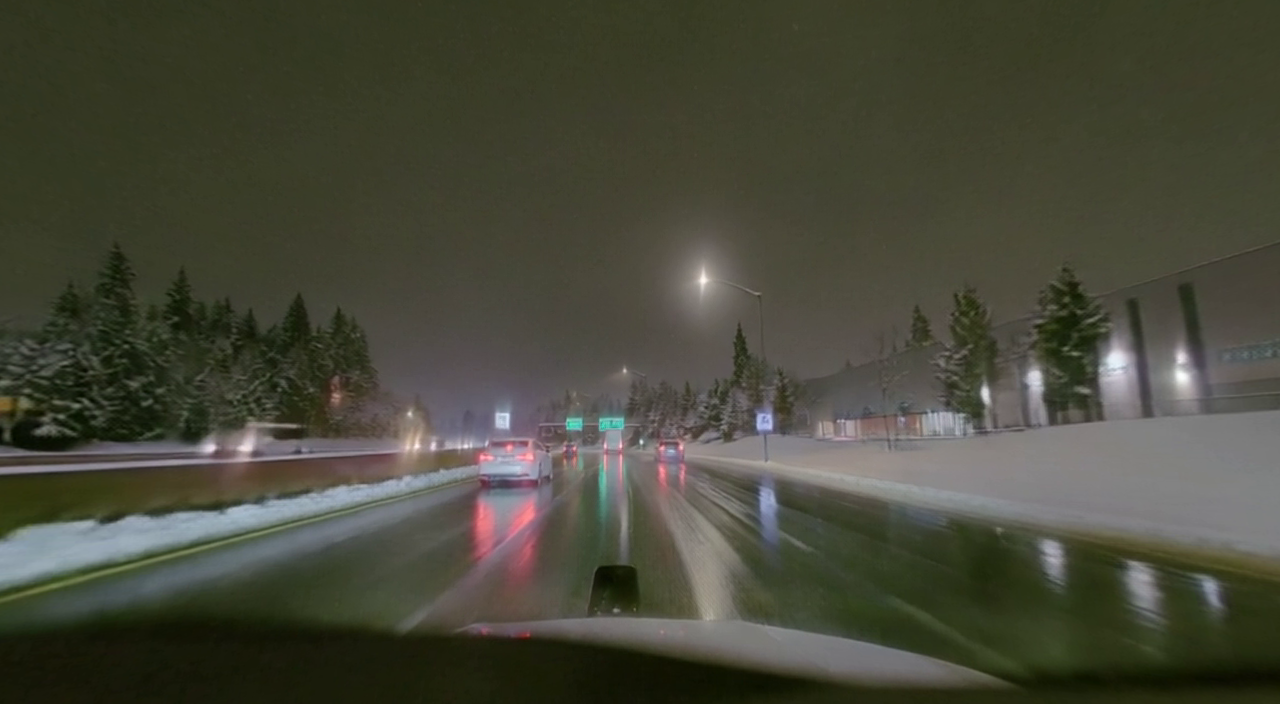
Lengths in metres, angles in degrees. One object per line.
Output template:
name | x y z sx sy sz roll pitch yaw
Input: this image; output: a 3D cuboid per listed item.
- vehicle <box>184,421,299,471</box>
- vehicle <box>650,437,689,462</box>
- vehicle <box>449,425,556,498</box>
vehicle | -17.403 4.117 27.830 2.115 1.986 4.769 0 -8 -3
vehicle | 1.993 6.790 43.851 2.078 1.608 3.982 0 -8 -6
vehicle | -3.635 2.966 17.480 2.080 1.733 4.410 0 -8 -1
